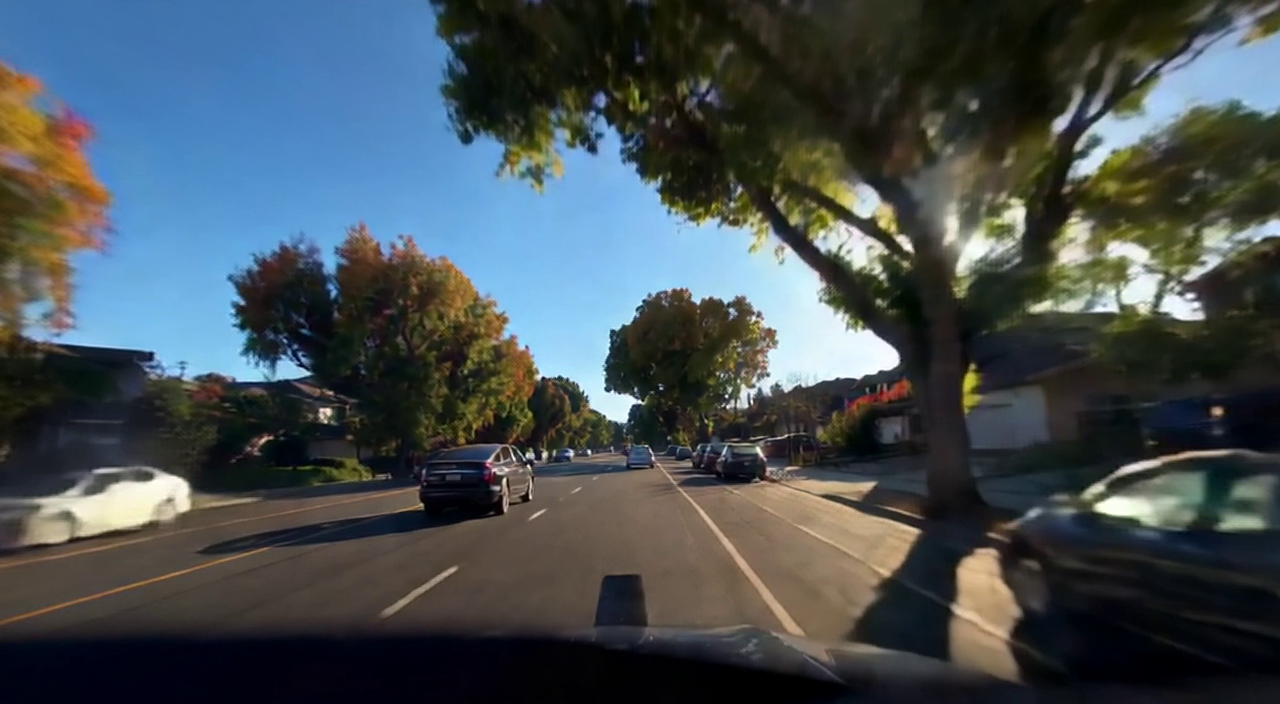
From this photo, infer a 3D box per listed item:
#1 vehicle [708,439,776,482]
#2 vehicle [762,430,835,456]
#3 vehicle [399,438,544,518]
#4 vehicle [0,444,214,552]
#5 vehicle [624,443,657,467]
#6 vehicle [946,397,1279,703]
[{"bbox_3d":[4.336,4.700,27.762,2.045,1.702,4.916,0,-8,-1],"label":"vehicle"},{"bbox_3d":[11.719,6.756,46.872,4.923,1.878,1.953,-1,-8,3],"label":"vehicle"},{"bbox_3d":[-3.527,2.711,14.190,2.027,1.477,4.413,0,-8,0],"label":"vehicle"},{"bbox_3d":[-10.879,2.682,12.388,1.933,1.712,4.354,0,-8,1],"label":"vehicle"},{"bbox_3d":[0.066,6.785,41.754,2.088,1.495,4.048,0,-8,1],"label":"vehicle"},{"bbox_3d":[3.905,1.169,3.994,1.897,1.589,4.053,0,-8,0],"label":"vehicle"}]
